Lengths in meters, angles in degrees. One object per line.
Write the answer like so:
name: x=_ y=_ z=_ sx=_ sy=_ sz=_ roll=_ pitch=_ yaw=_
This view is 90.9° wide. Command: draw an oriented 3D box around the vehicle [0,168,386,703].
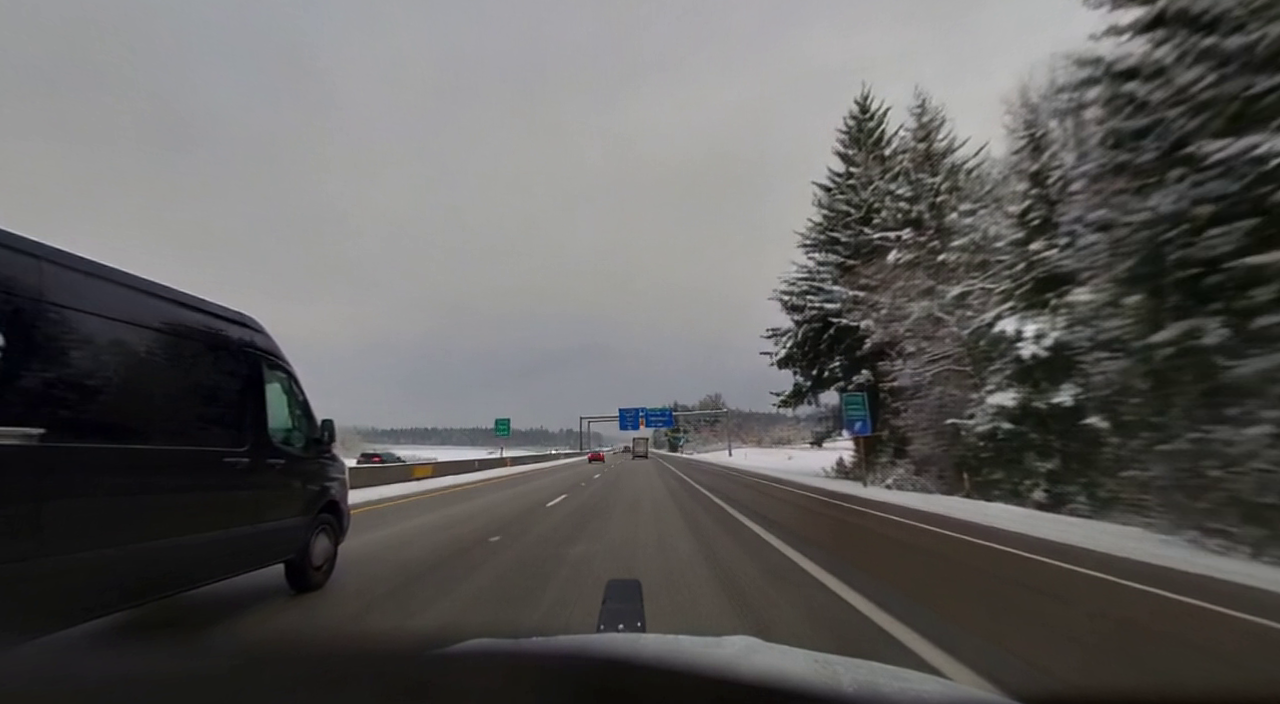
vehicle: x=-4.108 y=0.612 z=3.727 sx=2.320 sy=2.636 sz=7.021 roll=0 pitch=-9 yaw=-1
